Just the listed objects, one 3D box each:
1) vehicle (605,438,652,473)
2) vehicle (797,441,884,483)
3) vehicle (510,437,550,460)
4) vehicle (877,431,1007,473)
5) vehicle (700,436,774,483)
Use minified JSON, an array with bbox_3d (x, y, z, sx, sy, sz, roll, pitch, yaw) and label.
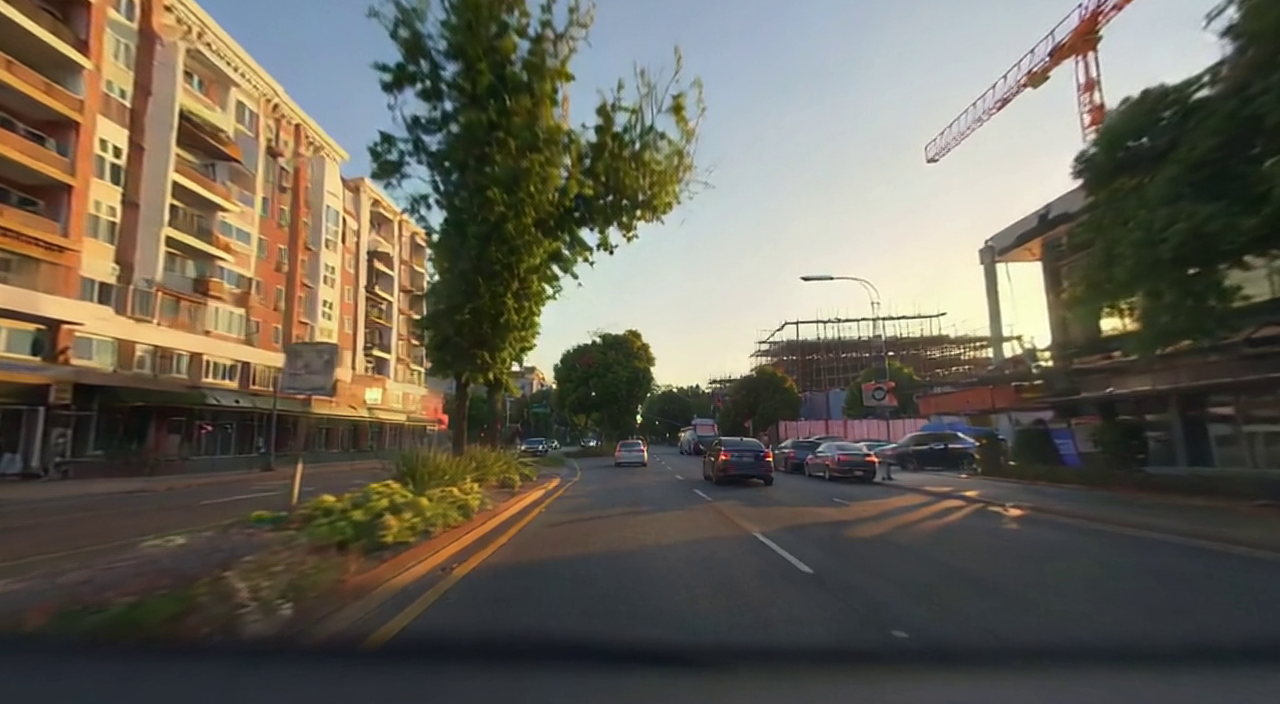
[{"bbox_3d":[-0.492,4.641,28.629,2.006,1.487,3.535,0,-8,0],"label":"vehicle"},{"bbox_3d":[7.568,4.154,24.362,1.883,1.452,4.598,0,-8,0],"label":"vehicle"},{"bbox_3d":[-8.140,7.172,47.155,2.072,1.623,4.564,0,-8,1],"label":"vehicle"},{"bbox_3d":[13.045,4.337,27.547,4.622,1.761,1.986,0,-8,0],"label":"vehicle"},{"bbox_3d":[3.312,3.735,22.282,1.910,1.474,4.003,0,-8,-1],"label":"vehicle"}]
